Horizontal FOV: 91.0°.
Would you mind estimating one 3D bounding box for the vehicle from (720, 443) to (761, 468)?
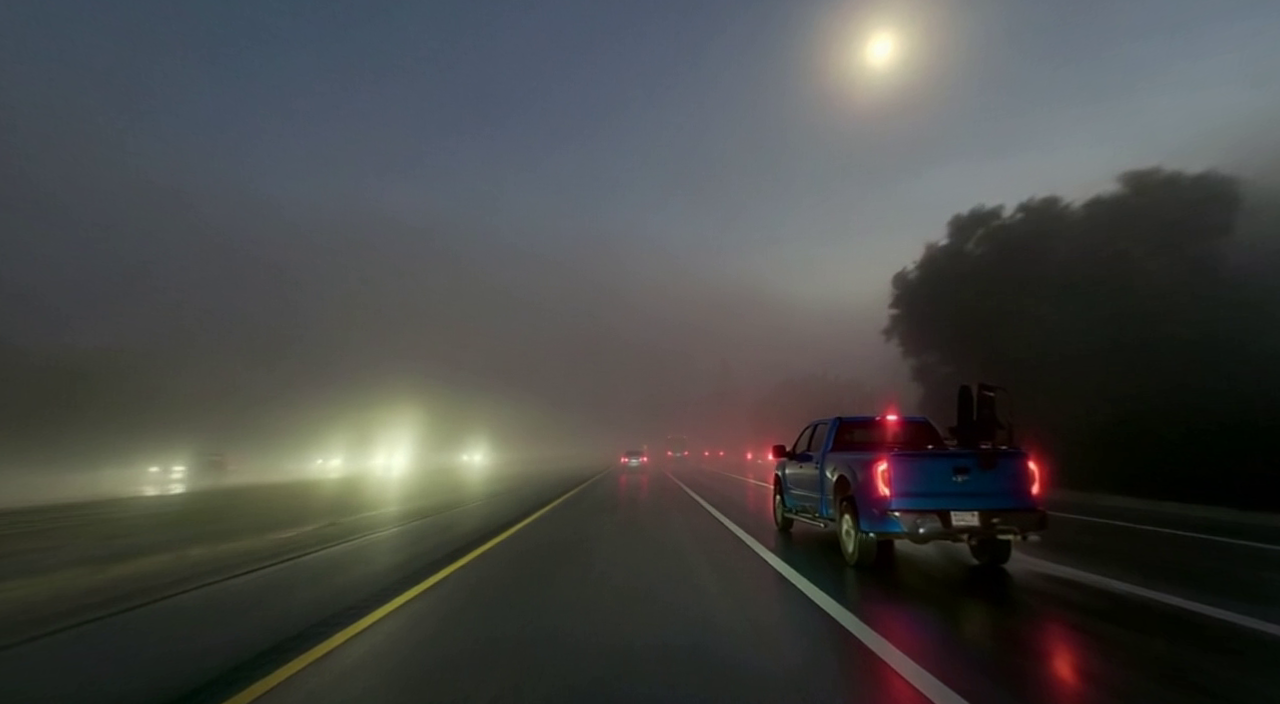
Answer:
[{"bbox_3d":[7.226,7.485,45.605,2.189,1.704,4.521,0,-9,0],"label":"vehicle"}]

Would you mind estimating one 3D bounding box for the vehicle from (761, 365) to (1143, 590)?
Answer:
[{"bbox_3d":[3.432,1.578,8.708,2.354,2.079,5.586,0,-9,-1],"label":"vehicle"}]

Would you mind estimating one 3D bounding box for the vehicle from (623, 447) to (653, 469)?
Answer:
[{"bbox_3d":[-0.106,7.373,43.971,2.030,1.473,3.926,0,-9,1],"label":"vehicle"}]

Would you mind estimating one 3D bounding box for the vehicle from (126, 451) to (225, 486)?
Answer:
[{"bbox_3d":[-25.366,6.343,34.591,2.027,1.720,4.338,0,-9,1],"label":"vehicle"}]
